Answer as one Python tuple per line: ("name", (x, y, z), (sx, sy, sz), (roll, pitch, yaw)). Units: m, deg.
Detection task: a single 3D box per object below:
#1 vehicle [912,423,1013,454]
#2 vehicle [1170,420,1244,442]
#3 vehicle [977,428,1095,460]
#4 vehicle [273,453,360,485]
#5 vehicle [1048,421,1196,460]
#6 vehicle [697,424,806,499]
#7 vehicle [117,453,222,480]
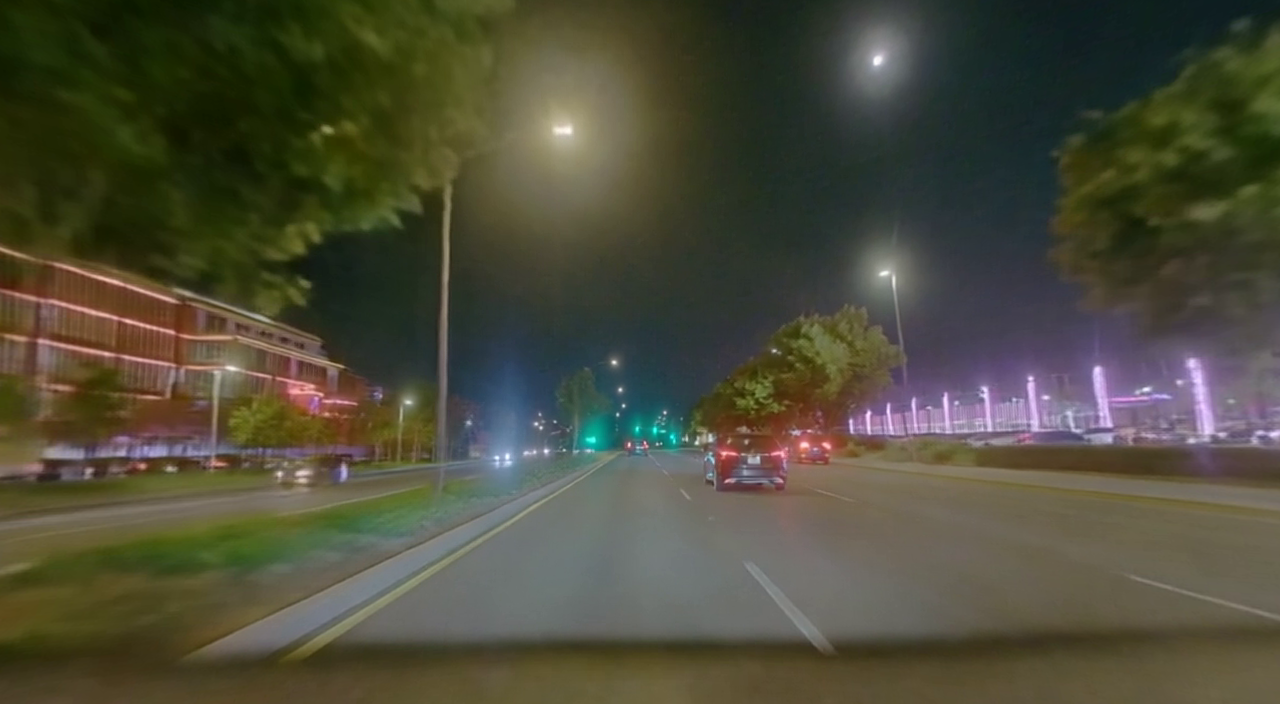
("vehicle", (19.679, 5.333, 38.746), (4.975, 1.786, 2.223), (-1, -8, 4))
("vehicle", (40.155, 5.665, 44.856), (1.716, 1.456, 3.683), (0, -8, -1))
("vehicle", (19.143, 4.451, 30.676), (4.418, 1.461, 2.002), (0, -8, -2))
("vehicle", (-16.394, 5.935, 32.315), (1.955, 1.428, 4.606), (0, -8, 0))
("vehicle", (19.862, 3.682, 26.204), (4.518, 1.501, 1.902), (0, -8, 0))
("vehicle", (2.714, 2.800, 16.464), (1.963, 1.677, 4.229), (0, -8, -1))
("vehicle", (-29.851, 7.272, 40.213), (4.941, 1.444, 2.122), (-2, -8, -3))
